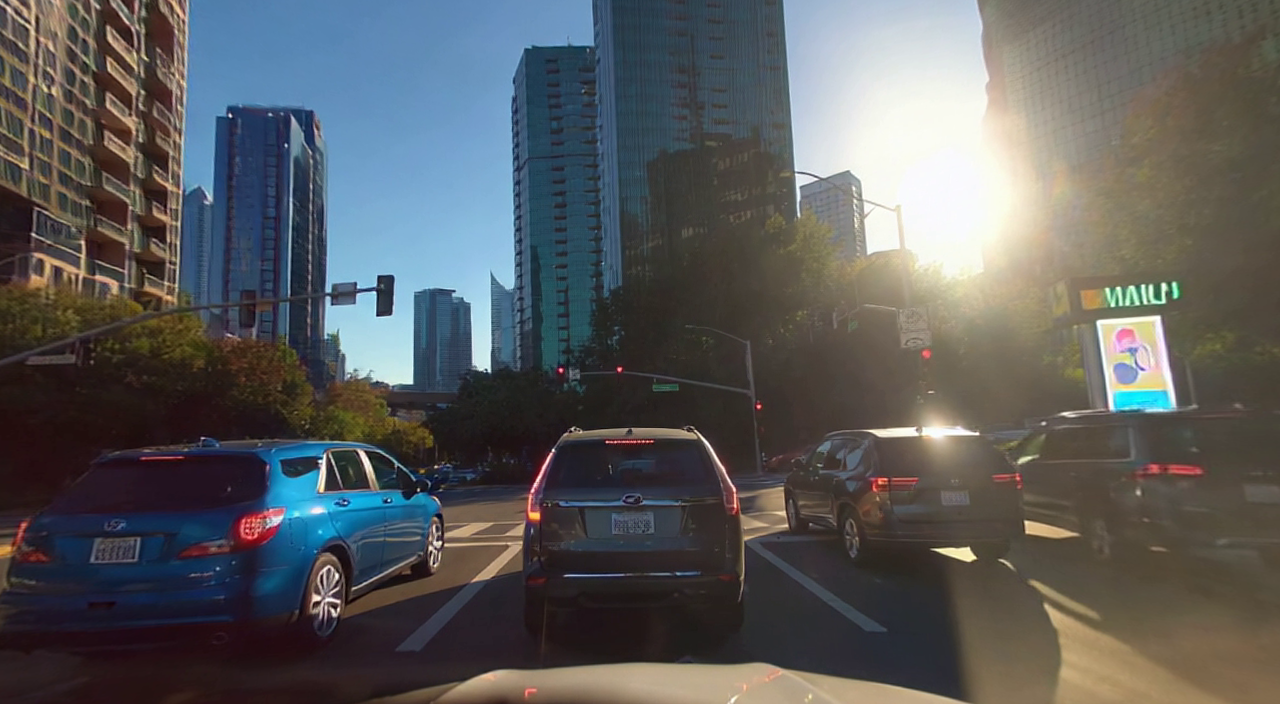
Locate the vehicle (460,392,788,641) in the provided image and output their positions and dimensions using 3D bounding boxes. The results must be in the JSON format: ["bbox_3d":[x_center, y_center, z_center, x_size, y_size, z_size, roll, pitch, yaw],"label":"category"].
[{"bbox_3d":[-0.121,1.421,6.446,2.195,1.662,4.262,0,-8,0],"label":"vehicle"}]

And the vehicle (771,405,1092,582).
[{"bbox_3d":[3.216,1.664,8.256,2.004,1.646,4.554,0,-8,0],"label":"vehicle"}]

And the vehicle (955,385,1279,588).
[{"bbox_3d":[6.041,1.544,8.031,2.081,1.790,4.839,-1,-9,8],"label":"vehicle"}]

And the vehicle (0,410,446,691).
[{"bbox_3d":[-3.544,1.425,5.820,1.906,1.524,4.547,0,-8,2],"label":"vehicle"}]
